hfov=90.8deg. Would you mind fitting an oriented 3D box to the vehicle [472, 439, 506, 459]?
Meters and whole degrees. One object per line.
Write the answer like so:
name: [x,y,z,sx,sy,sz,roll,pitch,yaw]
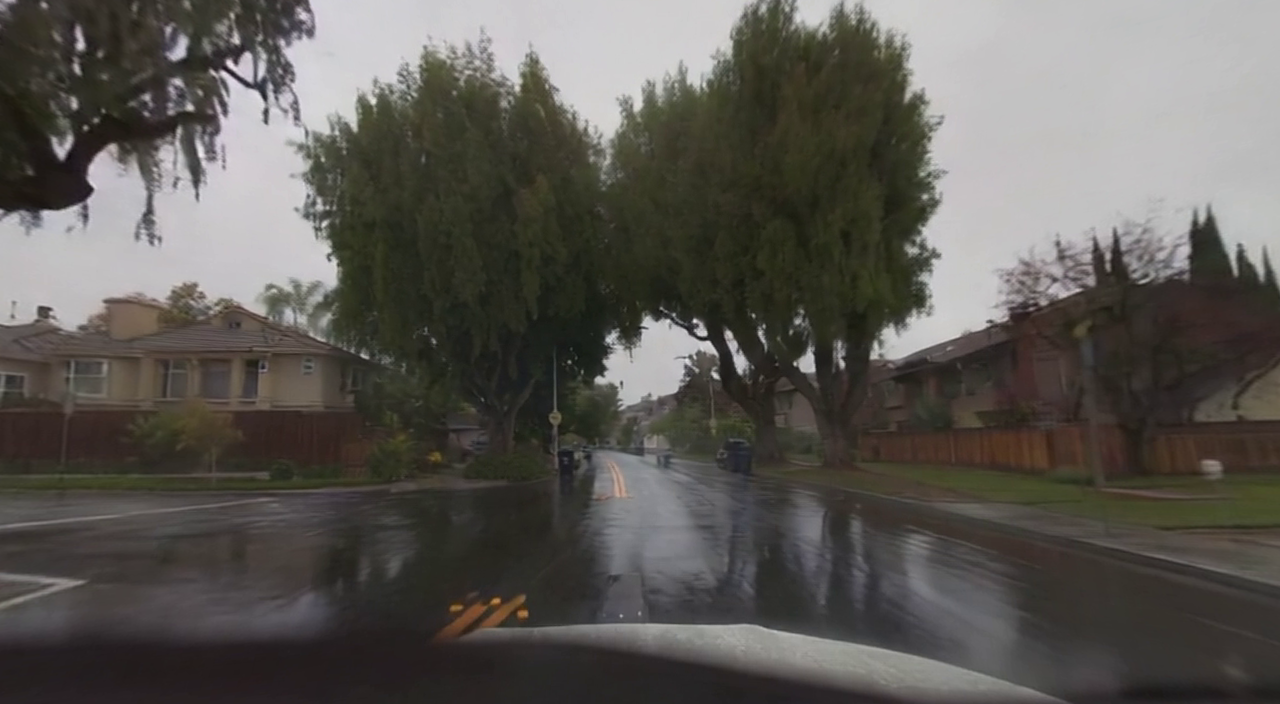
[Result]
vehicle: [-11.422,7.357,47.939,1.821,1.507,3.621,0,-9,-3]
